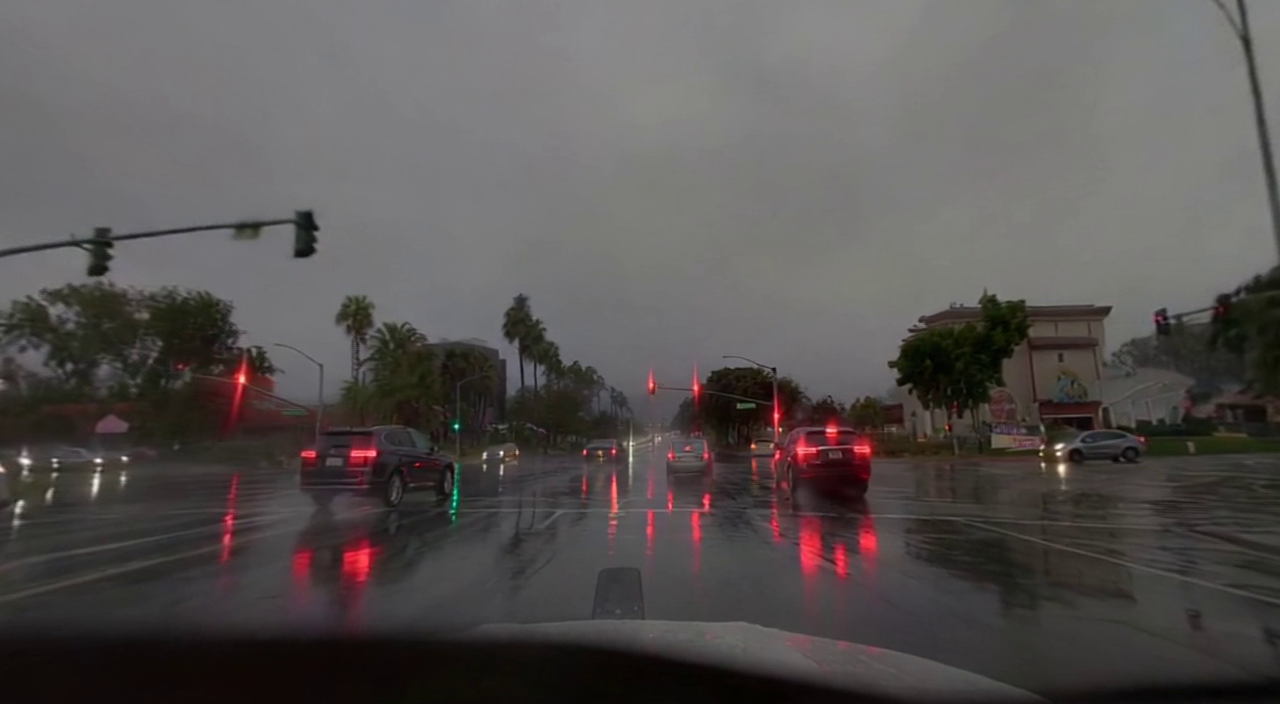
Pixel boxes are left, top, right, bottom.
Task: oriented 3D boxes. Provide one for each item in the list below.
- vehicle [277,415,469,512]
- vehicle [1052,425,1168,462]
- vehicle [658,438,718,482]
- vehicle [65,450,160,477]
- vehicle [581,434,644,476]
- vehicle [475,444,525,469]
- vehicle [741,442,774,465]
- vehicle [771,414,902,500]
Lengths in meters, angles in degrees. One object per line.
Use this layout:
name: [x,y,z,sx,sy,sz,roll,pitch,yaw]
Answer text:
vehicle: [-5.883,2.529,14.746,2.127,1.888,4.637,-1,-8,5]
vehicle: [25.729,5.053,34.753,4.557,1.848,2.008,-2,-9,8]
vehicle: [1.868,4.034,23.917,2.057,1.492,3.825,-1,-8,6]
vehicle: [-34.797,7.339,41.695,4.942,1.602,2.111,-2,-8,13]
vehicle: [-1.146,4.670,28.796,2.088,1.746,4.650,-1,-8,8]
vehicle: [-9.852,7.278,44.193,2.041,1.660,4.371,5,-10,-31]
vehicle: [8.414,7.259,45.411,2.149,1.532,4.168,-2,-8,8]
vehicle: [5.029,2.790,17.108,2.267,1.931,5.145,-1,-8,5]
